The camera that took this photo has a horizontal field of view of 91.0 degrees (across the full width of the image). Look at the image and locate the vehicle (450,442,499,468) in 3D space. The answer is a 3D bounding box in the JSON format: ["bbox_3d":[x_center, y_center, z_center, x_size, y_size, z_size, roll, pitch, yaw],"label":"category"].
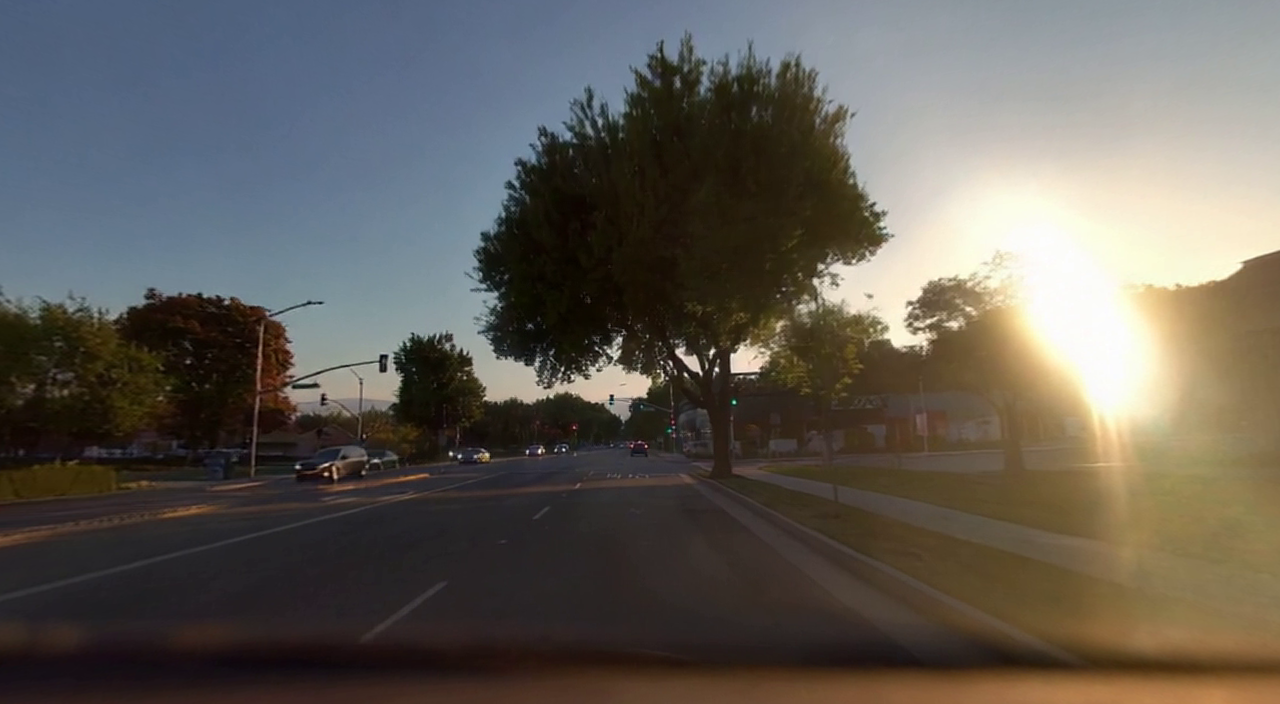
[{"bbox_3d":[-12.318,7.710,47.201,2.333,1.775,4.889,0,-9,0],"label":"vehicle"}]

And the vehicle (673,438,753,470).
[{"bbox_3d":[4.093,5.643,34.983,2.191,1.607,4.361,-8,-12,44],"label":"vehicle"}]

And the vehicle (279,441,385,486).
[{"bbox_3d":[-12.638,4.578,26.220,2.145,1.660,4.423,0,-9,0],"label":"vehicle"}]
